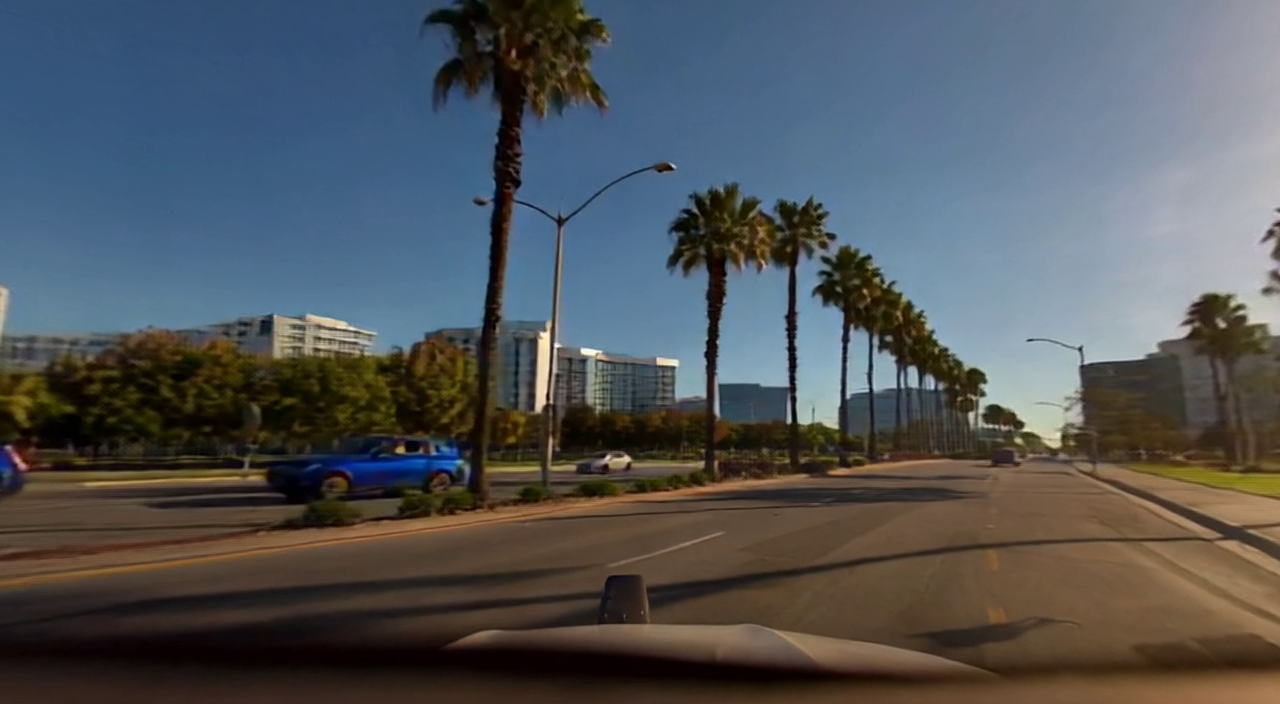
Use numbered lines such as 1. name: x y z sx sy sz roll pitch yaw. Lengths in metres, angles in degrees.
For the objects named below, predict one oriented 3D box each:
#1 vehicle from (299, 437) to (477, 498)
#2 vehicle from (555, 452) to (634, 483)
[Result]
1. vehicle: -8.919 4.121 22.974 2.273 1.890 5.841 -5 -10 29
2. vehicle: -2.401 6.245 34.382 1.915 1.490 4.763 -5 -10 30
